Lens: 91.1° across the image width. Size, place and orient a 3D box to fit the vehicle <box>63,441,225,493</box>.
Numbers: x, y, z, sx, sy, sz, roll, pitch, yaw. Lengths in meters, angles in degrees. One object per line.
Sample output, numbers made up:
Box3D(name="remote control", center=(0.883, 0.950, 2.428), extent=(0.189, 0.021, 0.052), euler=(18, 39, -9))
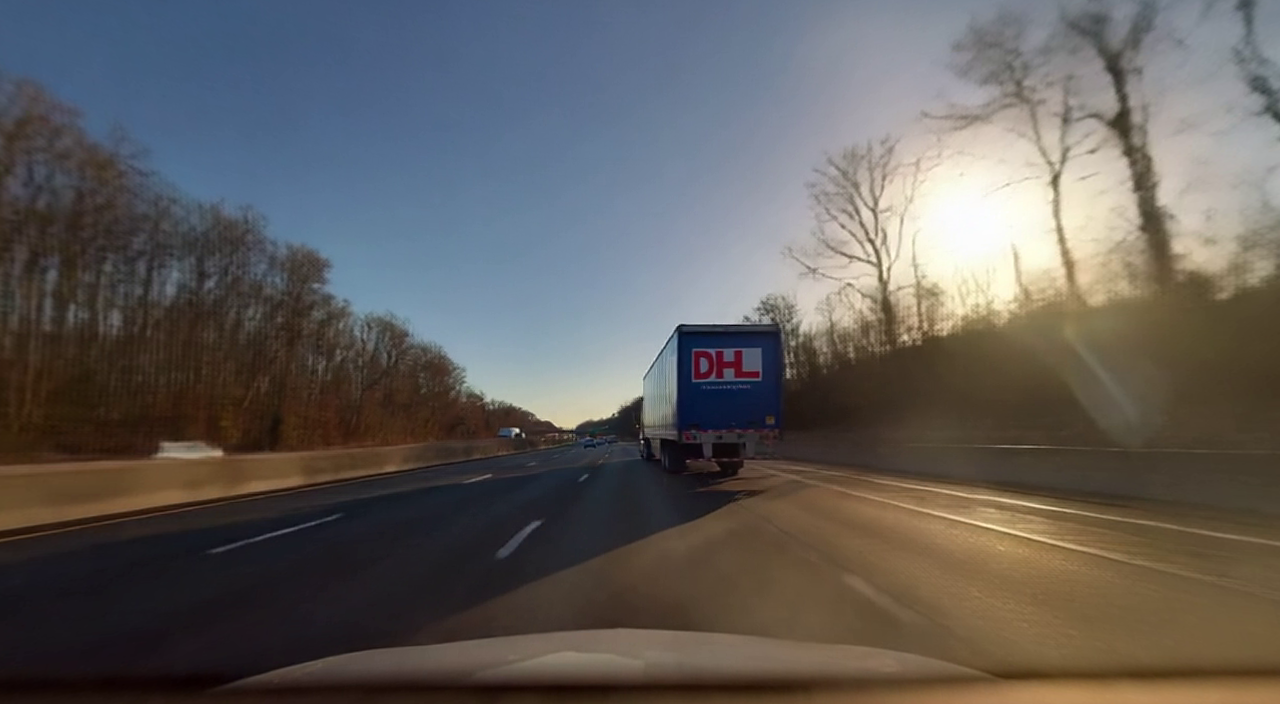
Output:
Box3D(name="vehicle", center=(-16.401, 3.775, 21.162), extent=(1.829, 1.490, 4.552), euler=(0, -8, -1))

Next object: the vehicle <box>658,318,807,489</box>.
Box3D(name="vehicle", center=(2.395, 1.825, 20.001), extent=(3.011, 4.211, 8.926), euler=(0, -8, -2))
